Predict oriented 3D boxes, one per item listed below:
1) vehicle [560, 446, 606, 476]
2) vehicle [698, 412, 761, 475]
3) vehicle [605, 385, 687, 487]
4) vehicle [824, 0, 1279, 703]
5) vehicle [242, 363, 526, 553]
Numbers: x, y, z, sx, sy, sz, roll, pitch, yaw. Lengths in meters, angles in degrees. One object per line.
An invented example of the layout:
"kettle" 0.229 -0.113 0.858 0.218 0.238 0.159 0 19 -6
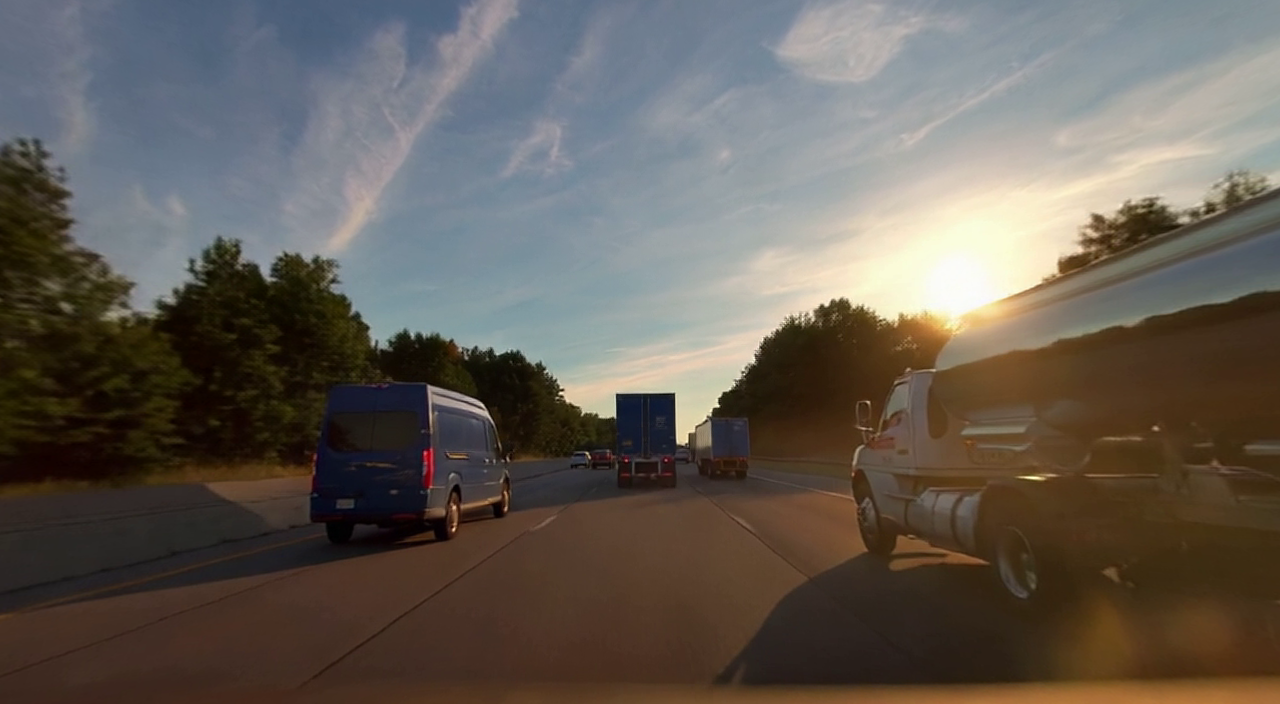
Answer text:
"vehicle" -3.262 6.362 37.026 2.134 1.652 4.439 0 -9 3
"vehicle" 5.601 6.081 41.453 2.706 3.500 11.483 0 -9 1
"vehicle" 0.114 3.567 26.105 2.773 3.455 9.118 0 -9 -1
"vehicle" 4.313 -0.241 3.220 3.139 4.152 11.915 0 -9 0
"vehicle" -4.037 1.915 11.753 2.525 2.572 6.260 0 -9 1
